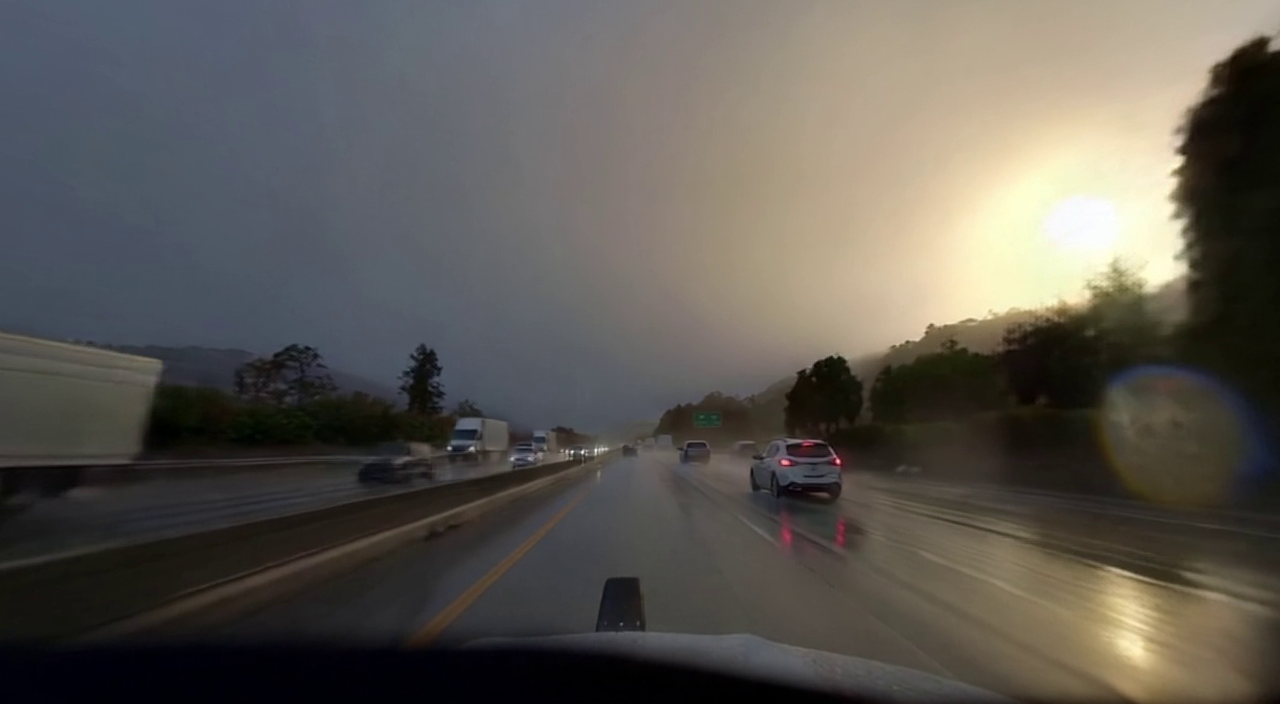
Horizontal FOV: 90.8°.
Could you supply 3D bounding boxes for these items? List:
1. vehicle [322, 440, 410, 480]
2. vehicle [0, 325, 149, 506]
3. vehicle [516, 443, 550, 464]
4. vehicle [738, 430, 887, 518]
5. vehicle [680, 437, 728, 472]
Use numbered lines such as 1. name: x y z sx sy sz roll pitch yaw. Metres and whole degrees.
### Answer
1. vehicle: -11.717 4.643 27.351 1.921 1.564 4.224 0 -9 0
2. vehicle: -15.654 0.938 10.941 2.860 3.996 14.327 0 -9 0
3. vehicle: -8.025 7.683 47.712 1.900 1.485 4.239 0 -9 0
4. vehicle: 3.565 2.604 13.926 2.023 1.603 4.159 0 -9 -1
5. vehicle: 3.449 5.682 35.070 2.070 1.751 4.576 0 -9 -2
